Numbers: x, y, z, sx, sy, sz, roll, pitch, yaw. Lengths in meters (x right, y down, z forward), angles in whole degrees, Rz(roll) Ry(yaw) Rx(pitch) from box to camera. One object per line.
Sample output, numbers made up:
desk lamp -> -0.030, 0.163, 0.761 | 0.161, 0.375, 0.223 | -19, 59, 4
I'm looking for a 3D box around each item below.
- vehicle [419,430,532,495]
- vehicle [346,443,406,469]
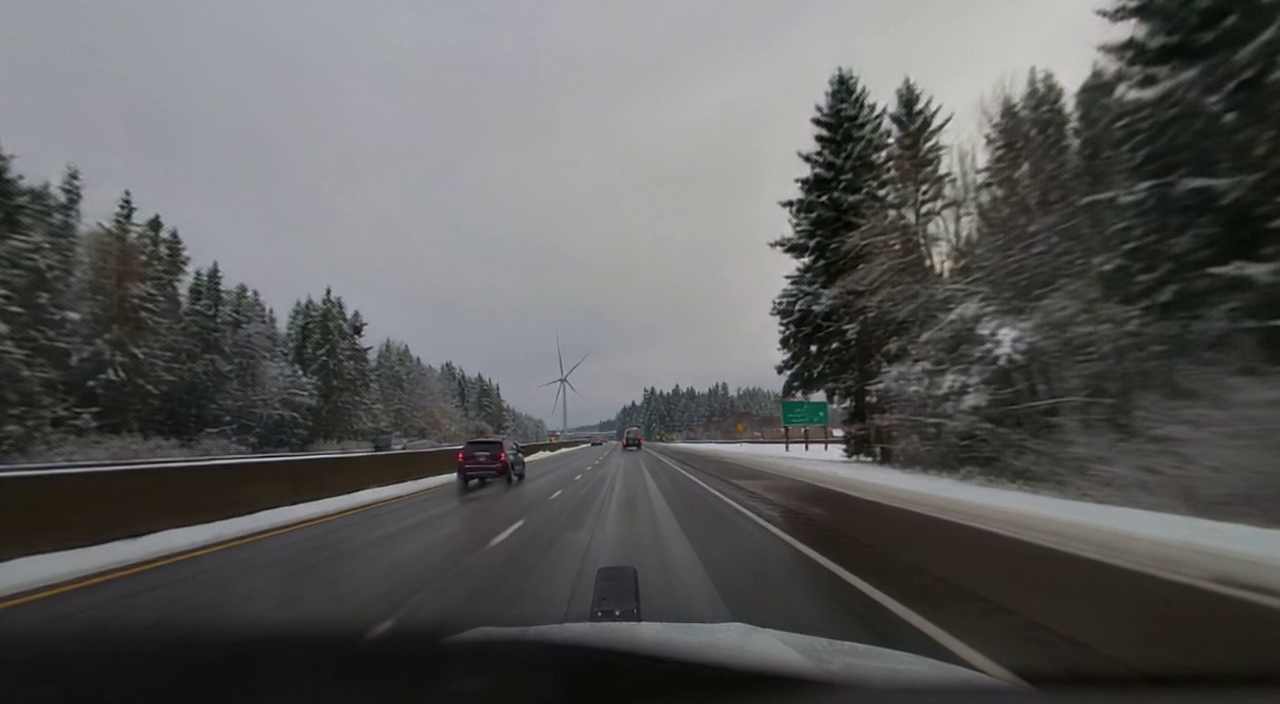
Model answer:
vehicle -> -4.226, 2.889, 16.870 | 1.950, 1.511, 3.965 | 0, -8, 0
vehicle -> -16.870, 6.630, 40.520 | 2.184, 1.556, 3.963 | 0, -8, -1
